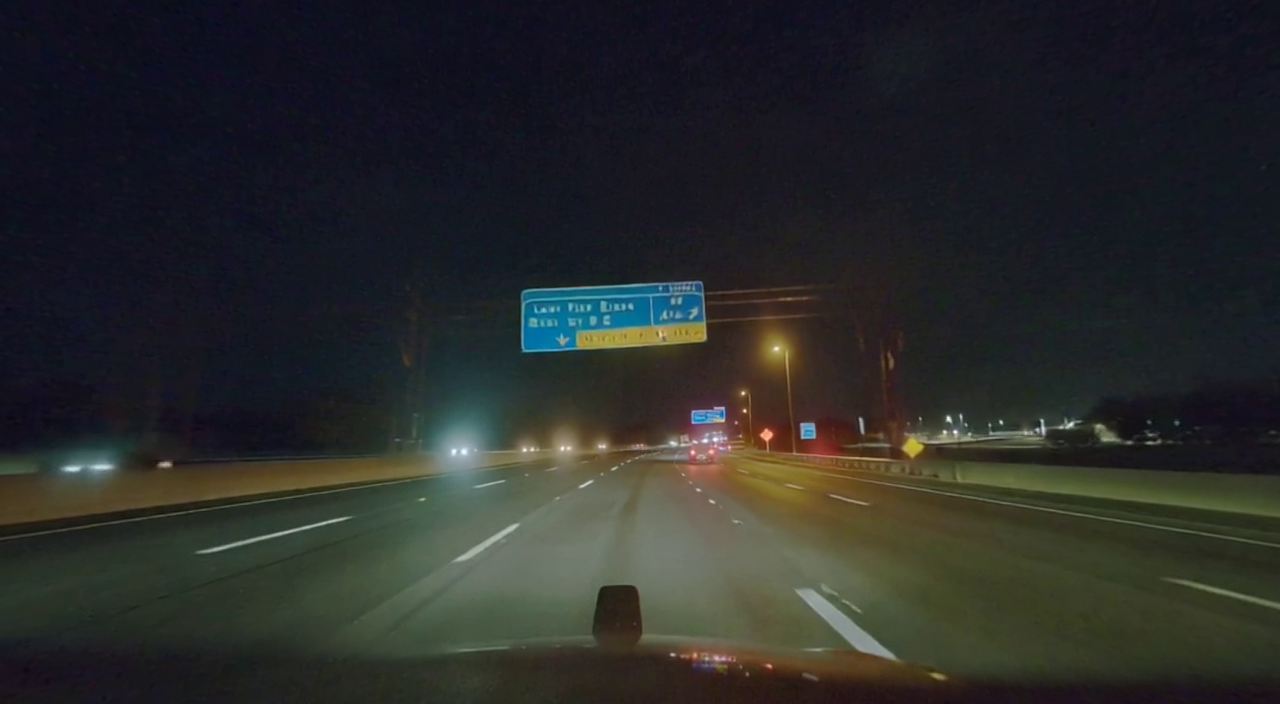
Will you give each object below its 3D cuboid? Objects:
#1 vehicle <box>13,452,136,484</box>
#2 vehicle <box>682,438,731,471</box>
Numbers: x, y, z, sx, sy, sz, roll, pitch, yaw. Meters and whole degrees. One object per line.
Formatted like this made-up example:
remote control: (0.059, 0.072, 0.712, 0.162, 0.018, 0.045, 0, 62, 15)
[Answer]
vehicle: (-28.675, 5.855, 32.303, 1.833, 1.475, 4.767, 0, -9, 1)
vehicle: (3.639, 5.705, 35.342, 2.224, 1.738, 4.376, 0, -9, 0)
